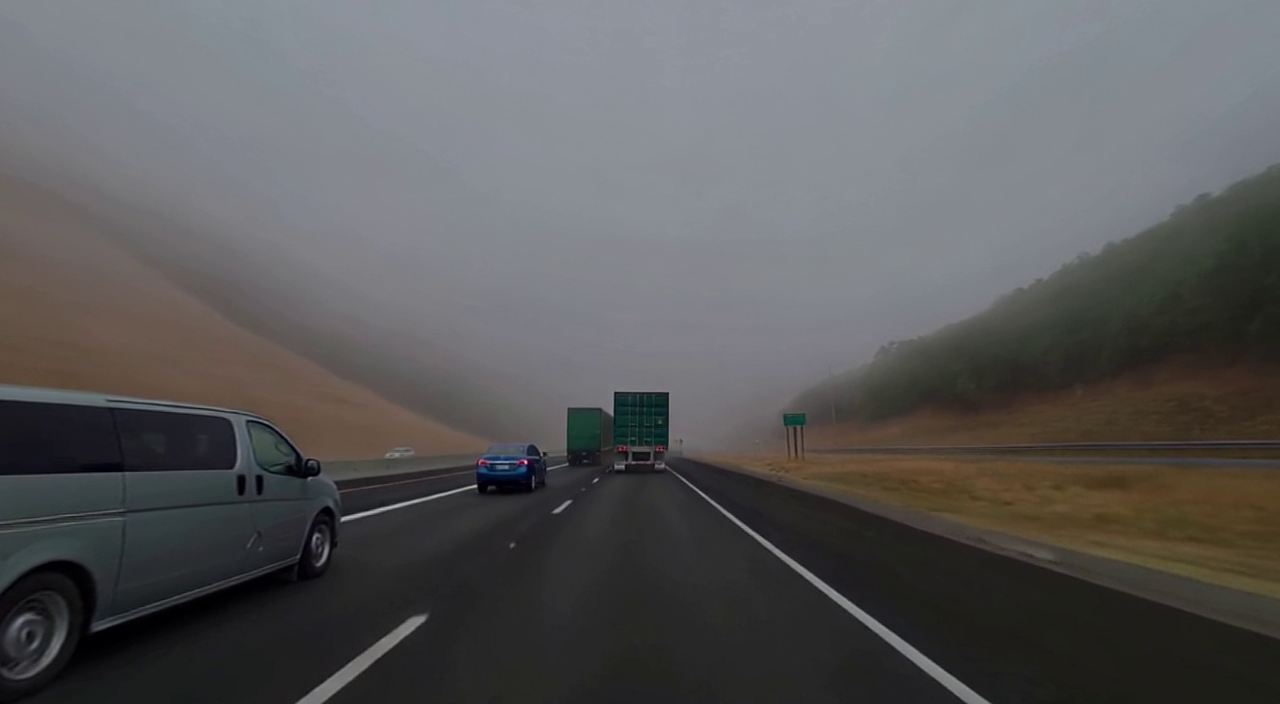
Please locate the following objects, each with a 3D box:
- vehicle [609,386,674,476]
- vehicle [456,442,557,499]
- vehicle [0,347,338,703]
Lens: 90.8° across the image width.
[{"bbox_3d":[0.233,4.315,33.712,2.913,3.988,10.874,0,-8,2],"label":"vehicle"},{"bbox_3d":[-3.712,3.355,18.400,1.950,1.446,4.224,0,-8,1],"label":"vehicle"},{"bbox_3d":[-4.134,0.993,3.828,2.136,1.779,4.875,0,-8,0],"label":"vehicle"}]
